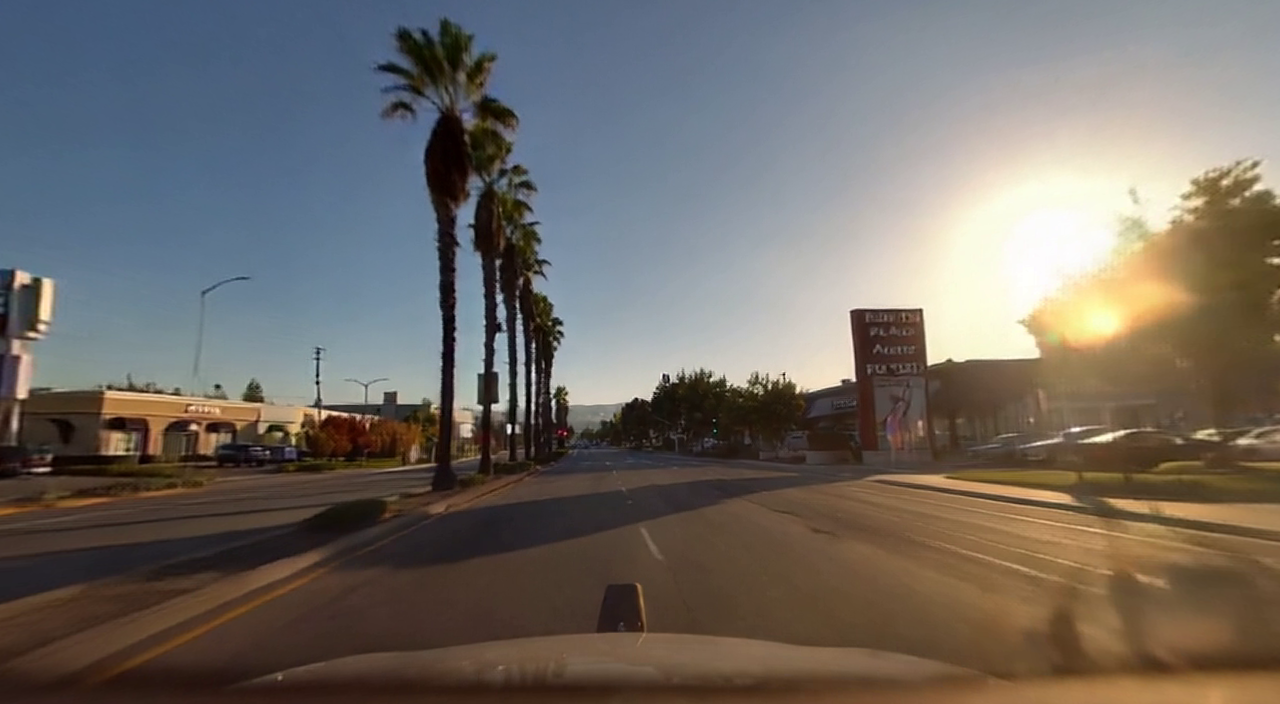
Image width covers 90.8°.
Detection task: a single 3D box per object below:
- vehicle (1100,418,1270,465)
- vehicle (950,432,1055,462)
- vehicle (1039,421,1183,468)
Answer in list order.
[{"bbox_3d":[19.337,3.245,22.741,1.986,1.454,4.332,-1,-9,-5],"label":"vehicle"},{"bbox_3d":[18.862,4.943,32.979,4.382,1.463,1.869,0,-8,-6],"label":"vehicle"},{"bbox_3d":[16.539,3.281,22.457,1.852,1.487,3.896,0,-8,-5],"label":"vehicle"}]
